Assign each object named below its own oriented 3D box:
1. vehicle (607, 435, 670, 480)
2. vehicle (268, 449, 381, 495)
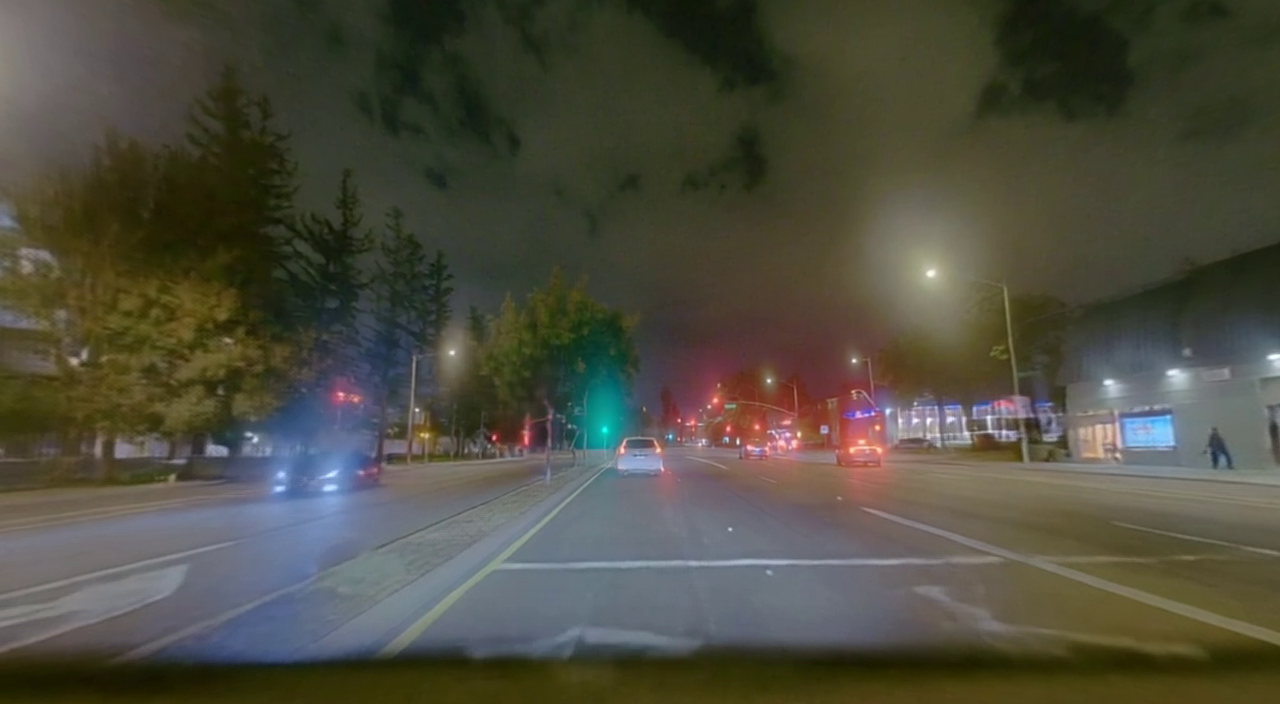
[{"bbox_3d":[-0.053,3.764,22.774,2.064,1.477,3.968,0,-8,0],"label":"vehicle"},{"bbox_3d":[-11.341,4.310,23.090,1.907,1.485,4.293,0,-8,0],"label":"vehicle"}]
